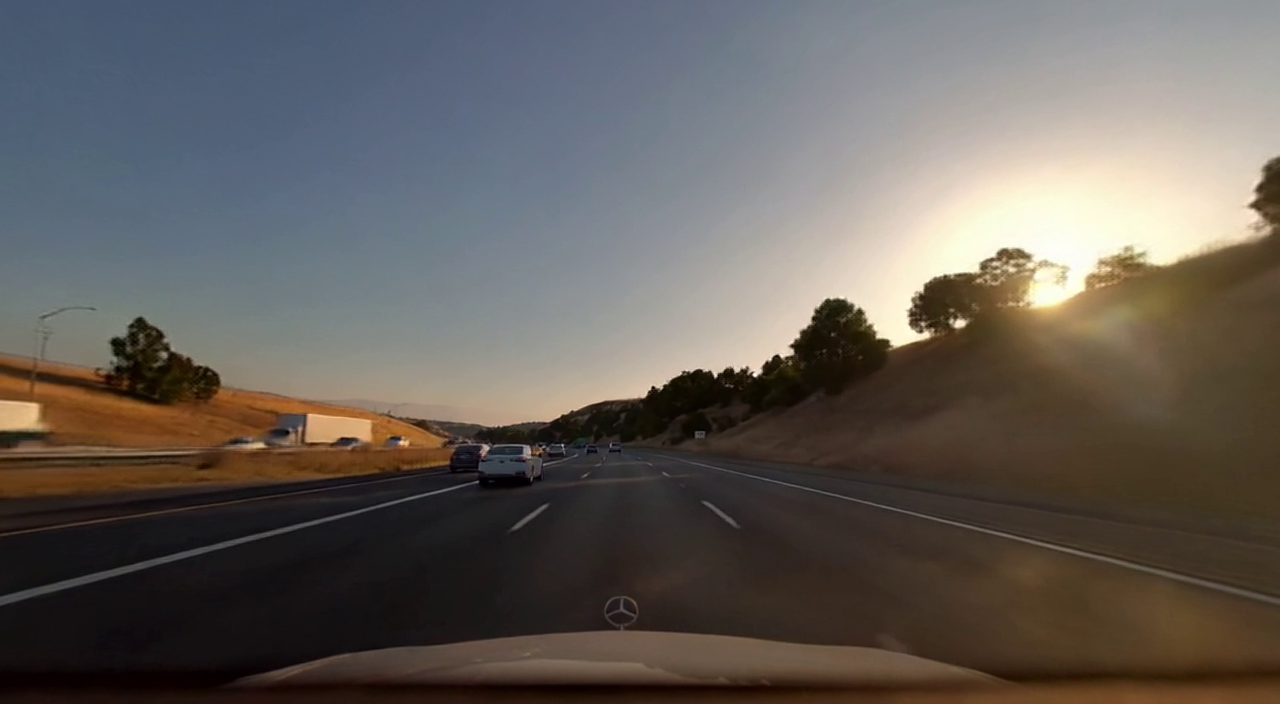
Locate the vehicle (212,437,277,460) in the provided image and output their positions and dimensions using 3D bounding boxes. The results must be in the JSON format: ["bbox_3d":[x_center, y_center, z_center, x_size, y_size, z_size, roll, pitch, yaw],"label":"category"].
[{"bbox_3d":[-29.613,7.231,47.487,2.001,1.637,4.585,0,-9,-2],"label":"vehicle"}]

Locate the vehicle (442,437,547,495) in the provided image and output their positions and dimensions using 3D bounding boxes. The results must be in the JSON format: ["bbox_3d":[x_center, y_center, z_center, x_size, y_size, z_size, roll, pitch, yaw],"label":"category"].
[{"bbox_3d":[-4.204,3.362,19.067,2.073,1.516,4.478,0,-9,0],"label":"vehicle"}]
